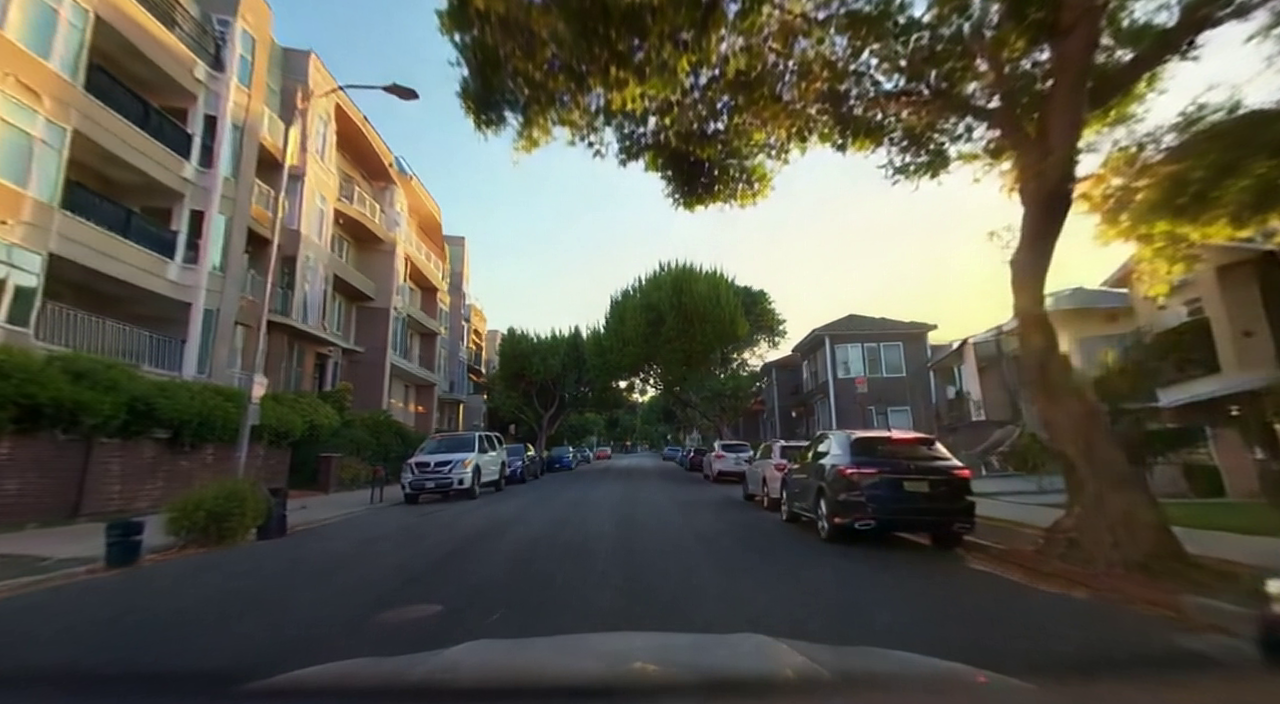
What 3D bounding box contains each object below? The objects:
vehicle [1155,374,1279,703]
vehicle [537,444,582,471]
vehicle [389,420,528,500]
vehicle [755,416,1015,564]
[{"bbox_3d":[3.641,0.631,0.494,2.184,1.661,4.940,0,-8,-2],"label":"vehicle"},{"bbox_3d":[-5.450,7.266,43.627,2.222,1.735,5.215,-1,-8,2],"label":"vehicle"},{"bbox_3d":[-5.530,3.495,20.333,2.596,2.152,5.689,-1,-10,2],"label":"vehicle"},{"bbox_3d":[3.473,2.073,10.357,2.216,1.790,5.077,0,-8,0],"label":"vehicle"}]
